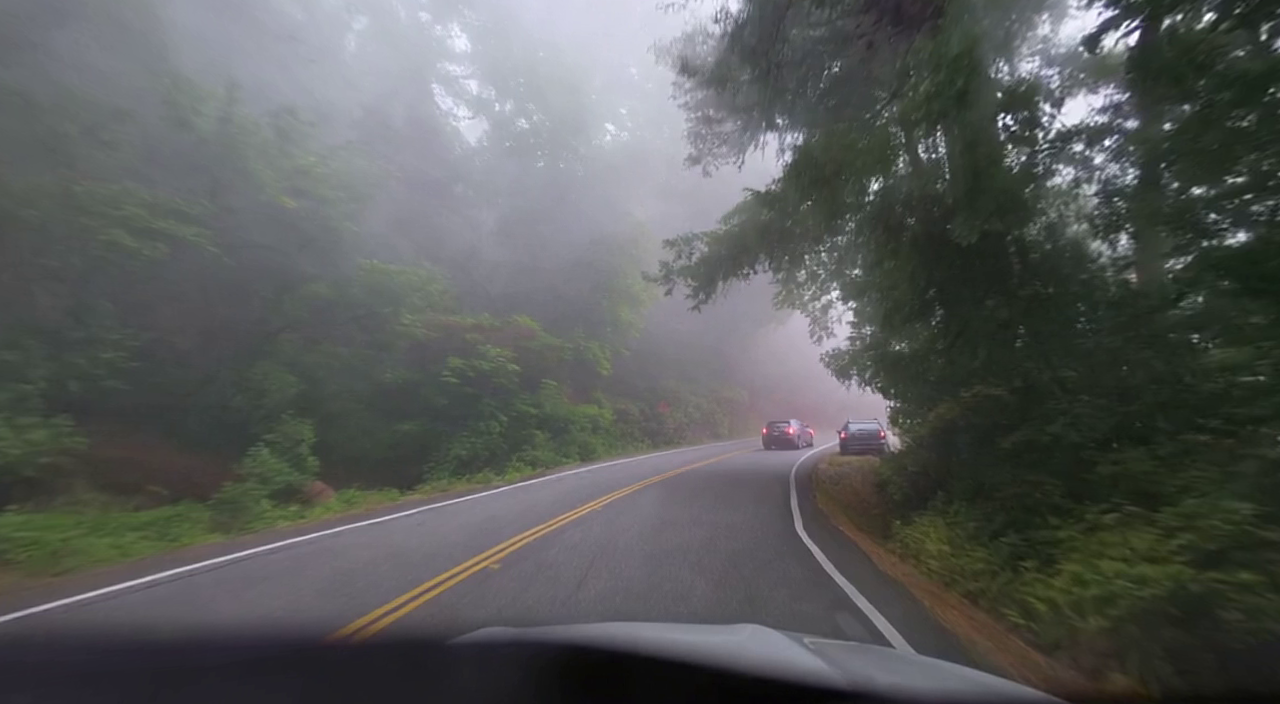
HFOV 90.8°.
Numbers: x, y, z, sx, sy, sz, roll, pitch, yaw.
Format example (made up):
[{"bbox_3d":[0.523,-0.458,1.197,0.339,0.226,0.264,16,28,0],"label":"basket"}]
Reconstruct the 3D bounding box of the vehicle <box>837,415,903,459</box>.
[{"bbox_3d":[10.314,3.805,28.131,2.172,1.773,4.601,-5,-9,26],"label":"vehicle"}]

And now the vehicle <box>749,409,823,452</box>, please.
[{"bbox_3d":[7.569,3.976,32.223,2.469,1.953,5.605,-4,-7,25],"label":"vehicle"}]
